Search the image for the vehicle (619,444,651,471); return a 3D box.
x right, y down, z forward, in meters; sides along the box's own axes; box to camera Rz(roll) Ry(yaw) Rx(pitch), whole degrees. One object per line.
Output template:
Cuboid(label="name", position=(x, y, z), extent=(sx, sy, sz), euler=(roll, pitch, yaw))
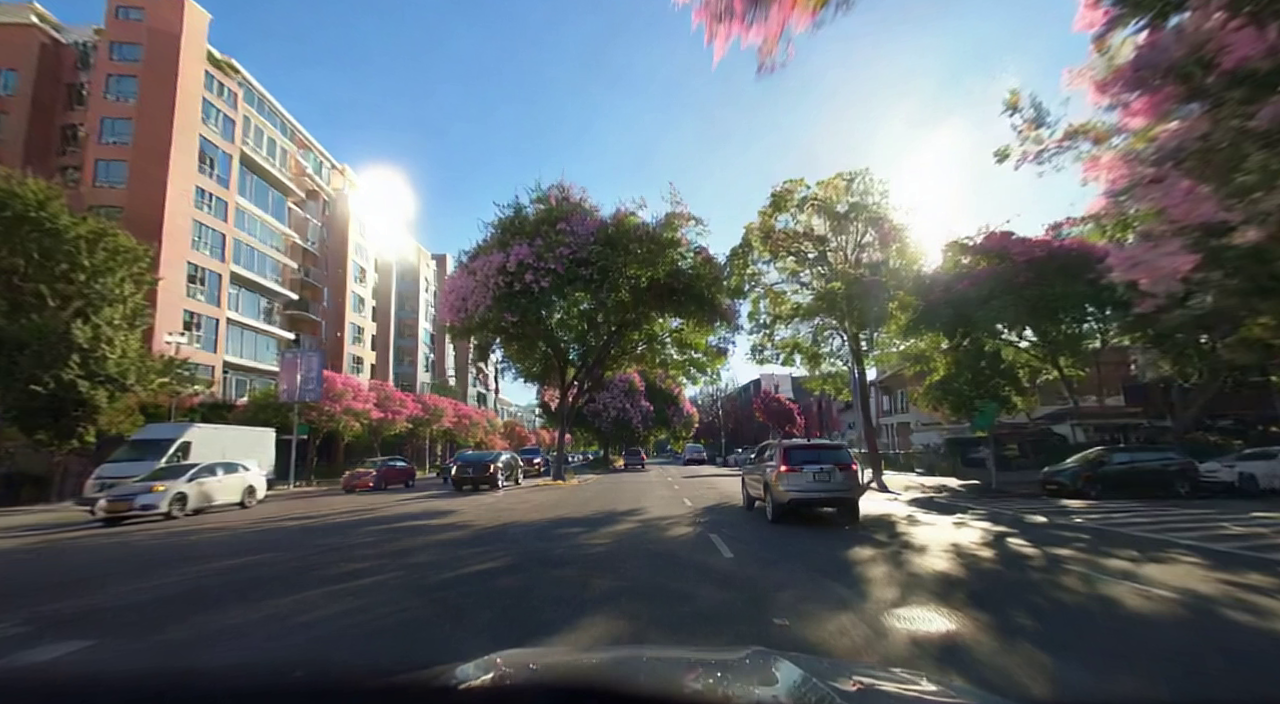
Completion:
Cuboid(label="vehicle", position=(-0.341, 7.688, 46.114), extent=(2.244, 1.813, 4.129), euler=(0, -8, 0))

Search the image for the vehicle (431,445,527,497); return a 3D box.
Cuboid(label="vehicle", position=(-5.586, 4.148, 22.493), extent=(2.012, 1.501, 4.626), euler=(-2, -8, 3))

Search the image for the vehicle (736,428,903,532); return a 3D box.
Cuboid(label="vehicle", position=(3.400, 2.516, 13.030), extent=(2.071, 1.747, 4.549), euler=(0, -8, 0))

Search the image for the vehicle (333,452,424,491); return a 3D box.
Cuboid(label="vehicle", position=(-11.341, 5.191, 27.736), extent=(1.932, 1.521, 4.738), euler=(0, -8, 1))

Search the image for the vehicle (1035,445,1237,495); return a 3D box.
Cuboid(label="vehicle", position=(15.860, 3.756, 20.323), extent=(4.855, 1.464, 2.100), euler=(1, -9, -4))

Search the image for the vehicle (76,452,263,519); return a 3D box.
Cuboid(label="vehicle", position=(-12.626, 3.558, 17.323), extent=(1.886, 1.548, 4.077), euler=(0, -8, 1))
